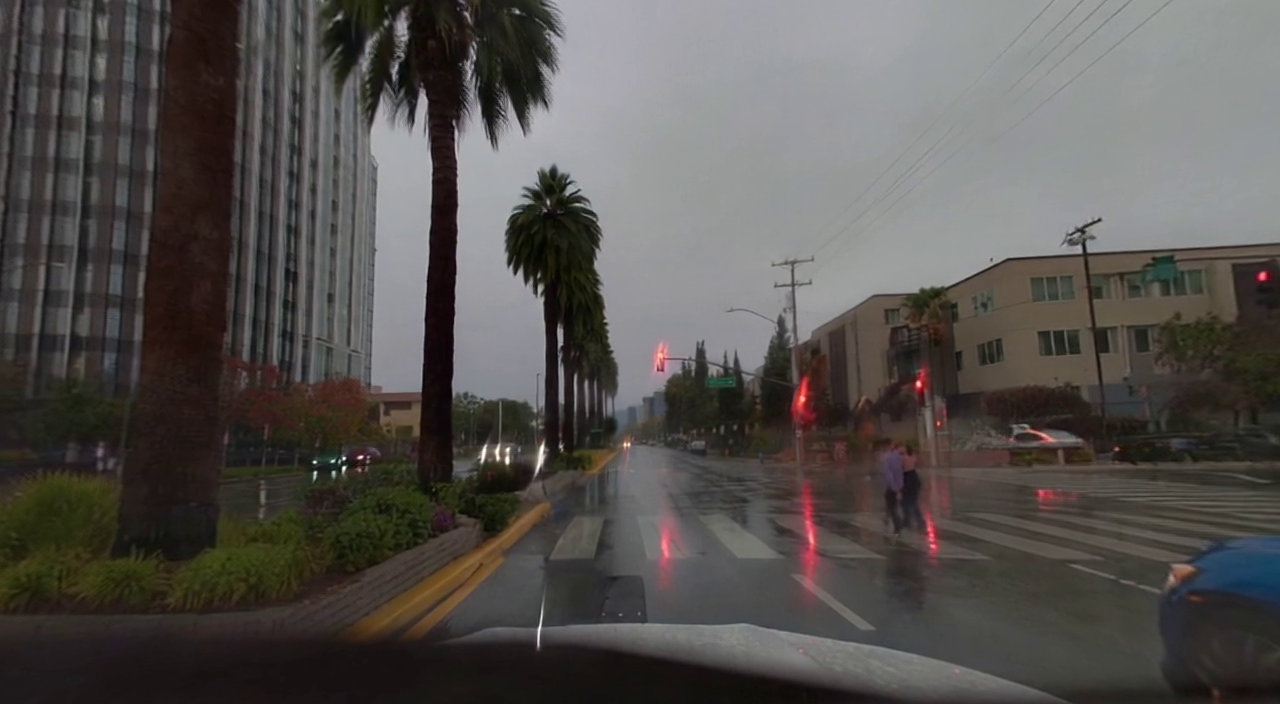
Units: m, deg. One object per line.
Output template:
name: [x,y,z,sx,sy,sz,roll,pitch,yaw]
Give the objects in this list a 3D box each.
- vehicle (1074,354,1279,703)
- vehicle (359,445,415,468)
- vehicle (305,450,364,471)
vehicle: [3.313,0.662,1.129,2.060,1.631,4.169,0,-9,0]
vehicle: [-19.730,8.169,49.488,2.357,1.678,5.014,0,-9,0]
vehicle: [-23.649,8.427,49.186,1.955,1.480,5.163,0,-9,1]
